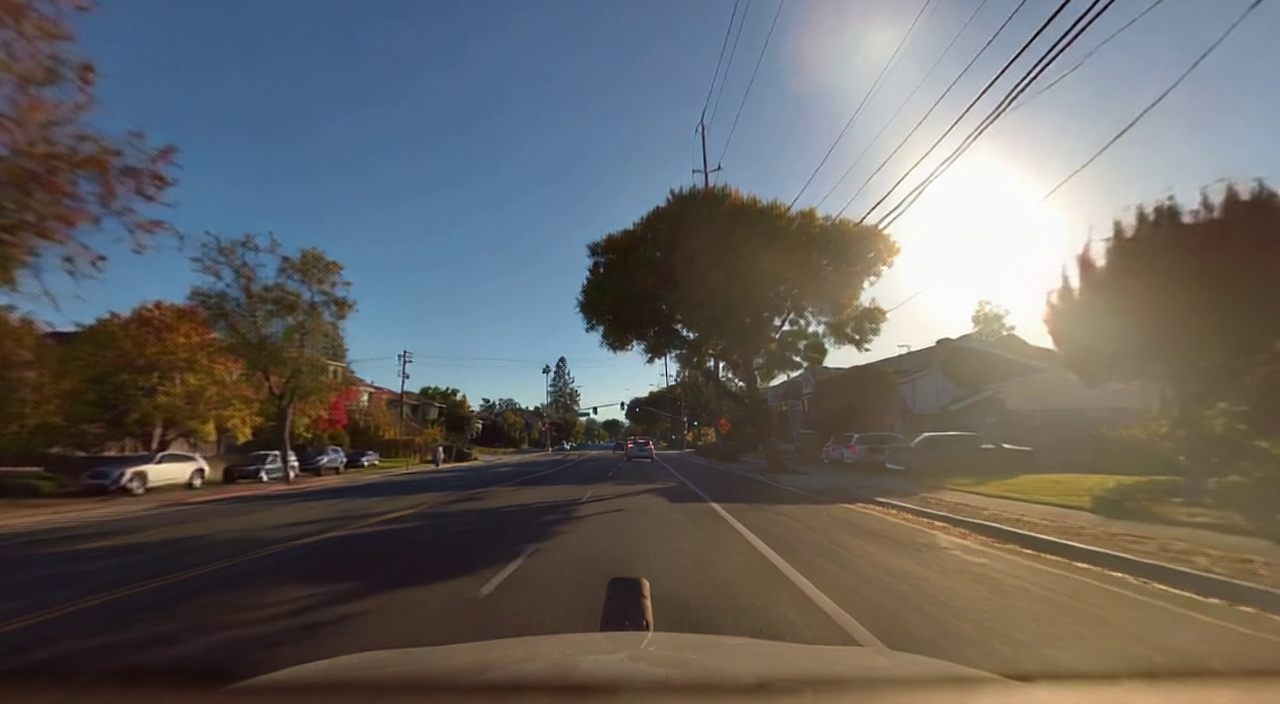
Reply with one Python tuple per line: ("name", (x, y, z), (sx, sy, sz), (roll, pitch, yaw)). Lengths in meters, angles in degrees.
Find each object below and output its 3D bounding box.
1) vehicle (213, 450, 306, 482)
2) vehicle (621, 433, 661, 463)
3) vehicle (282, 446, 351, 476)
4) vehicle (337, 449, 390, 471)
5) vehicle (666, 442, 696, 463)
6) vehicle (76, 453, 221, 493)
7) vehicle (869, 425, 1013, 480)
("vehicle", (-20.117, 6.024, 33.585), (2.050, 1.501, 4.588), (0, -9, 1))
("vehicle", (0.030, 7.037, 46.220), (2.769, 2.087, 5.130), (0, -8, -1))
("vehicle", (-20.282, 6.827, 39.756), (1.973, 1.700, 4.475), (0, -8, -1))
("vehicle", (-20.455, 7.958, 46.814), (1.865, 1.506, 4.706), (0, -8, -1))
("vehicle", (3.061, 7.590, 47.880), (2.002, 1.511, 4.124), (0, -8, -1))
("vehicle", (-20.414, 5.013, 26.512), (2.178, 1.484, 4.726), (0, -9, 2))
("vehicle", (11.544, 3.884, 24.482), (4.305, 1.997, 2.453), (0, -9, -1))
